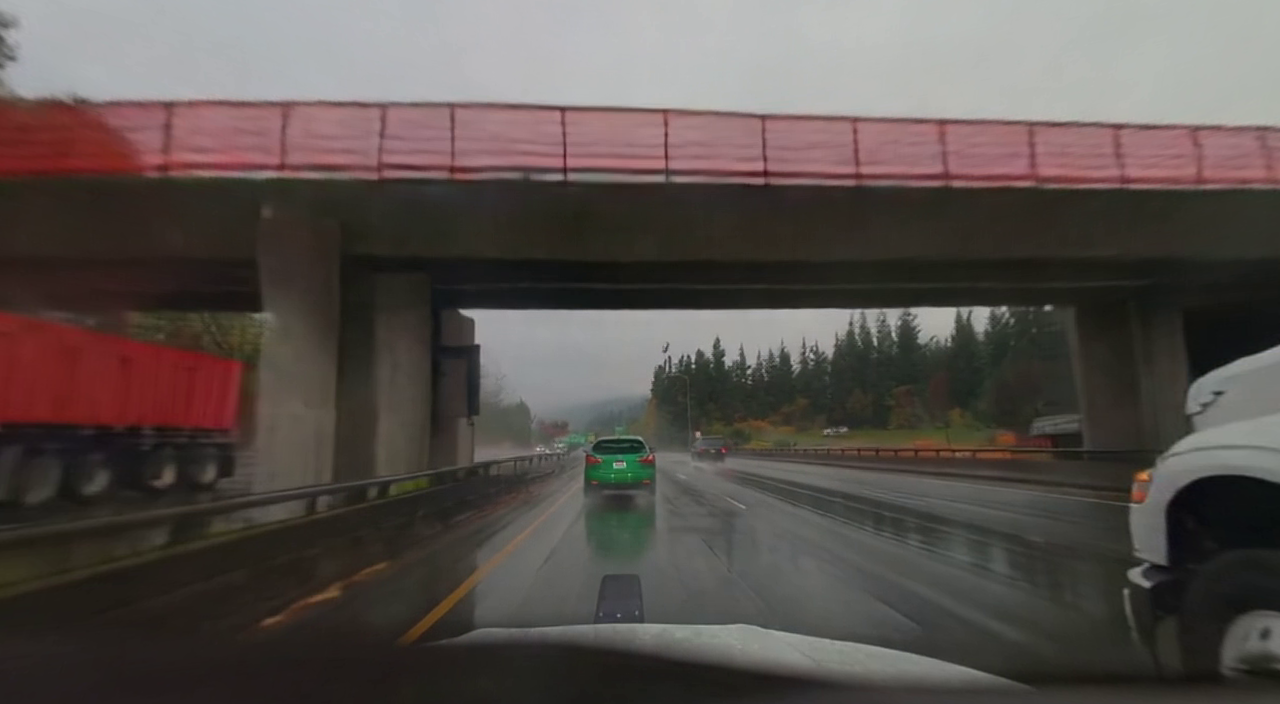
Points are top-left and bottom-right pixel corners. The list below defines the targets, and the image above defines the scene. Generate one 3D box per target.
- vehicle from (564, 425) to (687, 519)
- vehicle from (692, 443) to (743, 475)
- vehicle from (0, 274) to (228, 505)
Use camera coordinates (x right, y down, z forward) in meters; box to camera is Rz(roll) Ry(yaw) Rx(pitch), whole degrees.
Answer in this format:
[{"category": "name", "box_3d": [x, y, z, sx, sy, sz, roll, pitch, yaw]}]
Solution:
[{"category": "vehicle", "box_3d": [-0.285, 2.525, 13.655, 2.259, 1.699, 4.015, 0, -9, 0]}, {"category": "vehicle", "box_3d": [3.822, 5.326, 31.472, 1.894, 1.487, 3.751, 0, -9, -2]}, {"category": "vehicle", "box_3d": [-12.954, 0.569, 10.500, 3.002, 4.083, 13.682, 0, -9, -1]}]
